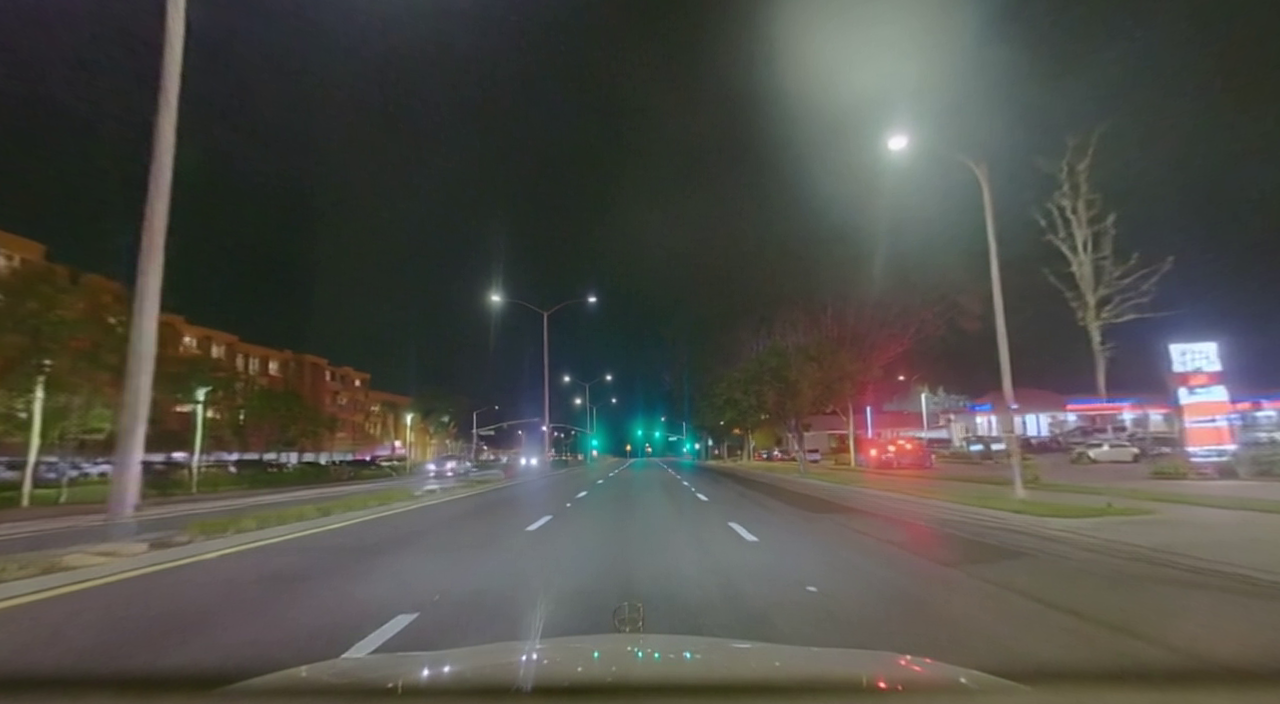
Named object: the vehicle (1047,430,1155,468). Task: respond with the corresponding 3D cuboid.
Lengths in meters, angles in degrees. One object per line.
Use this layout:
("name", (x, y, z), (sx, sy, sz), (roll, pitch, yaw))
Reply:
("vehicle", (27.001, 5.691, 36.884), (4.569, 1.929, 2.084), (-2, -10, -3))

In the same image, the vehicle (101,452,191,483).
("vehicle", (-36.294, 8.444, 46.342), (2.219, 2.066, 5.369), (0, -9, 1))

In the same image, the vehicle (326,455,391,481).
("vehicle", (-18.989, 7.813, 42.582), (2.040, 1.609, 4.872), (0, -9, 1))

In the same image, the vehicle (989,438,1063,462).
("vehicle", (29.873, 7.589, 48.685), (4.342, 1.641, 1.975), (-3, -8, -1))

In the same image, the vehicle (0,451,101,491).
("vehicle", (-35.932, 6.999, 37.413), (2.471, 2.129, 5.492), (-1, -9, 3))

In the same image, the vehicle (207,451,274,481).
("vehicle", (-31.233, 8.894, 49.247), (2.160, 2.118, 4.989), (0, -9, -3))

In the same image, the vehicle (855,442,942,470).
("vehicle", (17.073, 6.867, 41.561), (4.720, 1.769, 2.229), (0, -10, -4))
